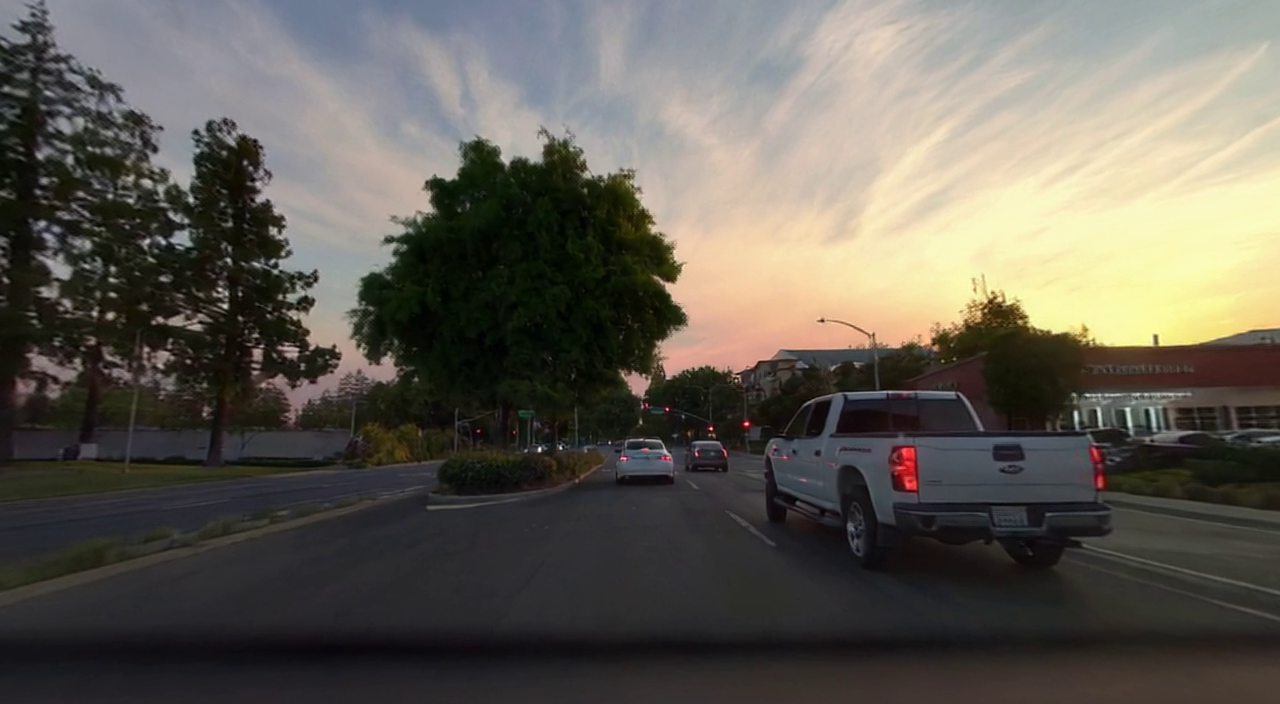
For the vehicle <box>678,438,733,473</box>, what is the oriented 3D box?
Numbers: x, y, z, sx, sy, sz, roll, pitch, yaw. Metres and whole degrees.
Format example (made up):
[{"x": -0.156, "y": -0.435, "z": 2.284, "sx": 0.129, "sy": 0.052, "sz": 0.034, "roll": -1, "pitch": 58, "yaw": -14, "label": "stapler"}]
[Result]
[{"x": 2.981, "y": 4.808, "z": 29.460, "sx": 1.970, "sy": 1.464, "sz": 4.249, "roll": 0, "pitch": -8, "yaw": -2, "label": "vehicle"}]

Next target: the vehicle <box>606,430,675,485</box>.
[{"x": -0.039, "y": 3.552, "z": 21.468, "sx": 2.145, "sy": 1.650, "sz": 4.021, "roll": 0, "pitch": -8, "yaw": -2, "label": "vehicle"}]

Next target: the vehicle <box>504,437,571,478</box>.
[{"x": -3.993, "y": 4.197, "z": 25.259, "sx": 1.960, "sy": 1.475, "sz": 4.161, "roll": 0, "pitch": -8, "yaw": 0, "label": "vehicle"}]

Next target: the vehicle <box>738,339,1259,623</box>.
[{"x": 3.137, "y": 1.378, "z": 7.761, "sx": 2.731, "sy": 2.101, "sz": 6.047, "roll": 0, "pitch": -8, "yaw": -2, "label": "vehicle"}]

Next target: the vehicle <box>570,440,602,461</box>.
[{"x": -4.030, "y": 7.495, "z": 47.838, "sx": 1.959, "sy": 1.482, "sz": 4.701, "roll": 0, "pitch": -9, "yaw": 0, "label": "vehicle"}]
